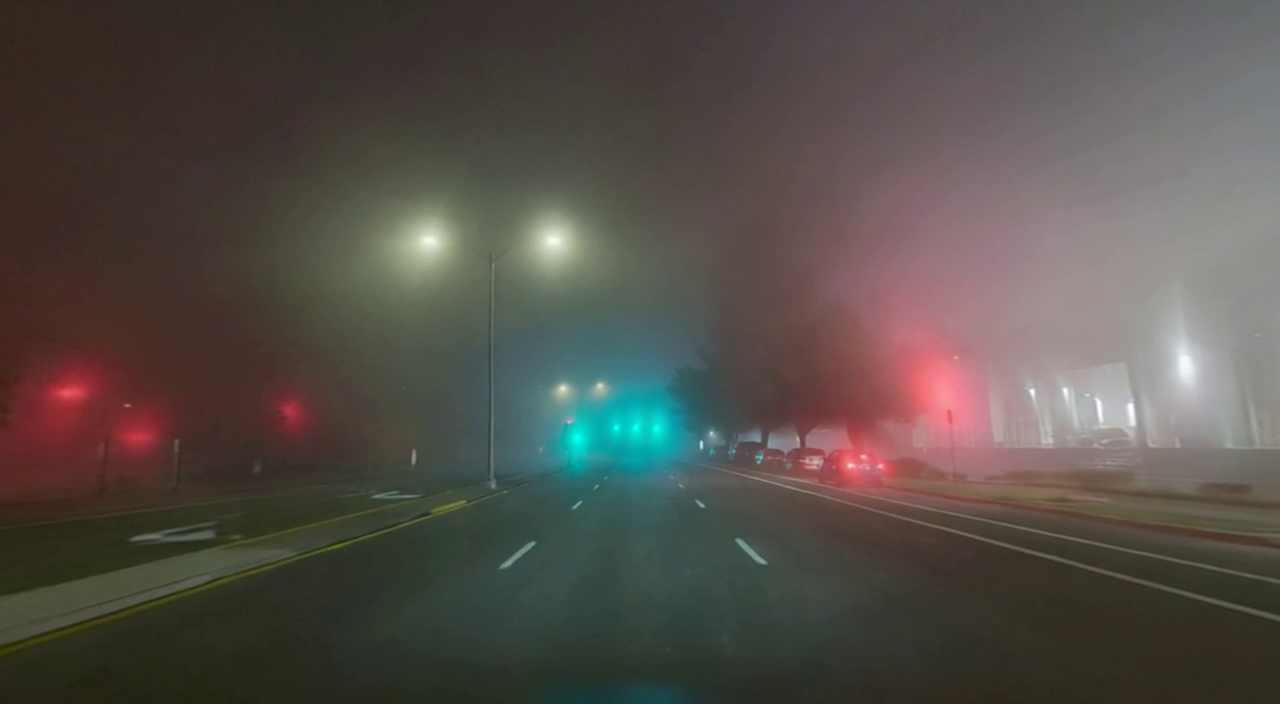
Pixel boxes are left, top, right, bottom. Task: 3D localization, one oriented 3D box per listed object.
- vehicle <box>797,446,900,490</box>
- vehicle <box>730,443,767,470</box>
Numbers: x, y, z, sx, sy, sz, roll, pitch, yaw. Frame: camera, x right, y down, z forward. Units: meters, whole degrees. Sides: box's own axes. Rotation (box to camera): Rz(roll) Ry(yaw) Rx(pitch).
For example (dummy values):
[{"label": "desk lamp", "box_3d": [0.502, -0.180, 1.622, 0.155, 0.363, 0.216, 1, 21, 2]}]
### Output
[{"label": "vehicle", "box_3d": [7.534, 4.225, 23.444, 2.066, 1.451, 4.783, 0, -8, -2]}, {"label": "vehicle", "box_3d": [7.662, 7.390, 44.934, 1.939, 1.761, 4.711, 0, -8, 1]}]
